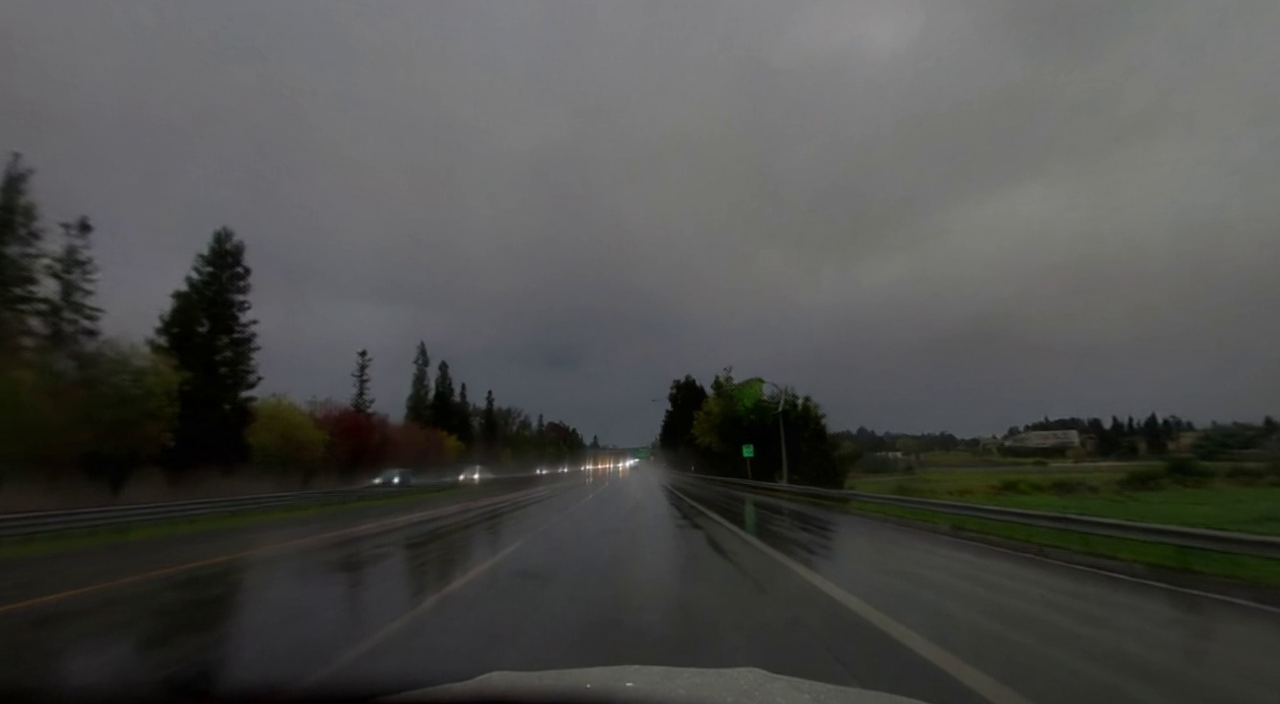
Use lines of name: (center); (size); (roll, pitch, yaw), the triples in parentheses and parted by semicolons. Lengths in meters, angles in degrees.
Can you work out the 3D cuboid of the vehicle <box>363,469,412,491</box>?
vehicle: (-17.408, 8.822, 43.627); (1.750, 1.441, 3.702); (1, -10, 1)
